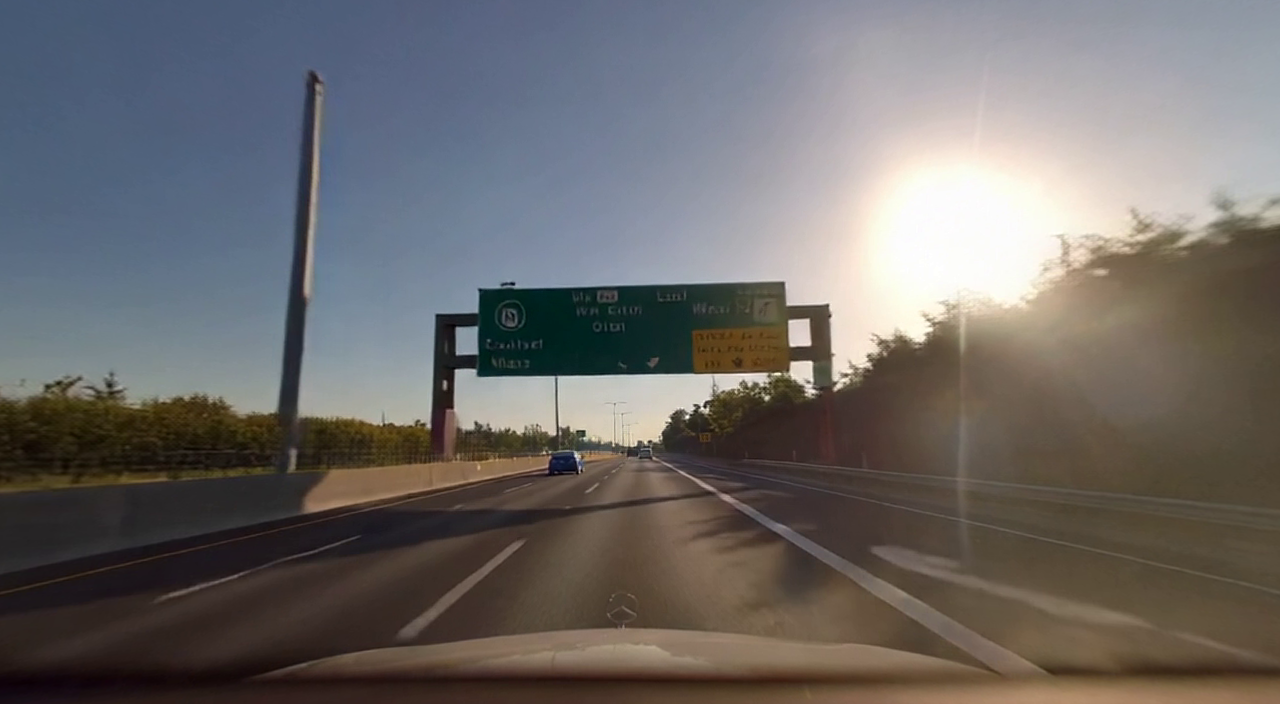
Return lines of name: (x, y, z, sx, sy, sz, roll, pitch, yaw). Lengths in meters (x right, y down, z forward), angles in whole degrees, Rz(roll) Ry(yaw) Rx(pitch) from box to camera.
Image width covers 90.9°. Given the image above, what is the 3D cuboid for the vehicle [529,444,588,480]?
vehicle: (-3.850, 5.284, 30.503, 2.160, 1.552, 4.592, 0, -9, 1)
